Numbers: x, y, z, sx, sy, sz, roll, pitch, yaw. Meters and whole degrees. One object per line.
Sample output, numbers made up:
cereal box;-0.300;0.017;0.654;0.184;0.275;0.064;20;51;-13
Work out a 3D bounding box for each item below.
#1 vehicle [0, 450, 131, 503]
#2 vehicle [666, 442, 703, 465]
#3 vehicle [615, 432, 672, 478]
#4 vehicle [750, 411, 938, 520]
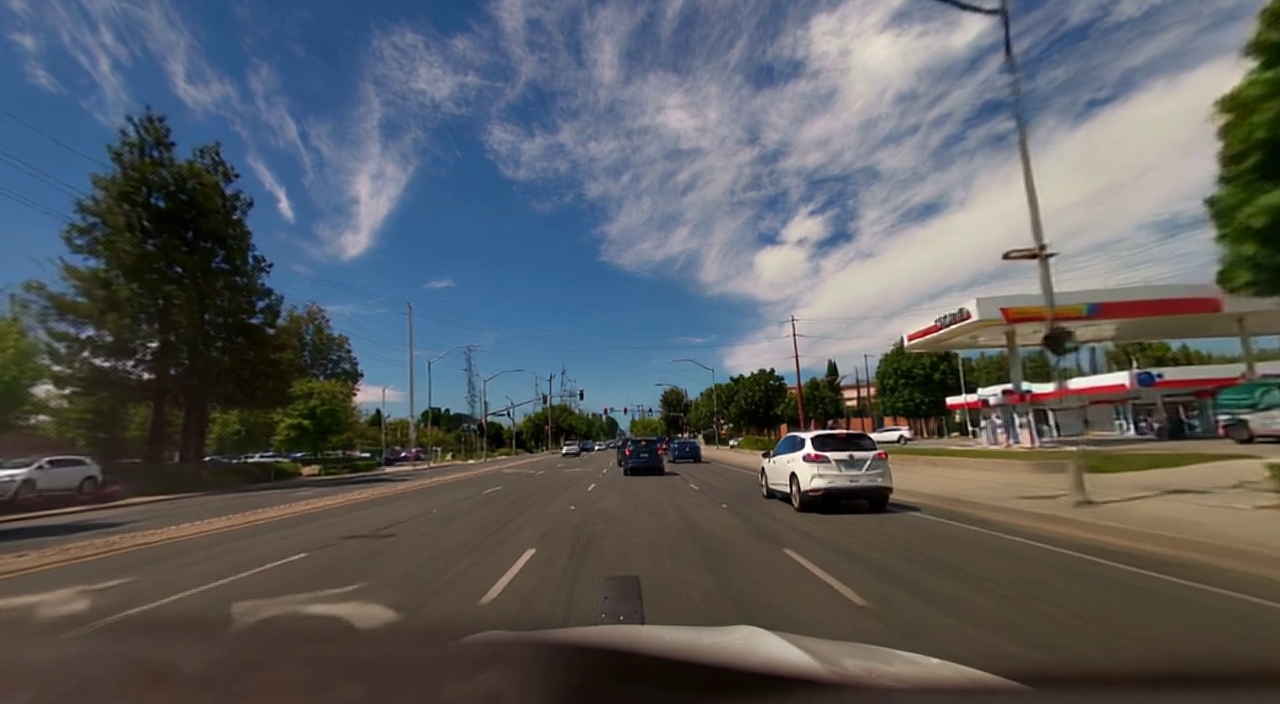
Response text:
vehicle;-24.355;4.945;25.390;2.100;1.937;5.517;-4;-9;26
vehicle;2.648;6.149;38.317;1.822;1.331;3.583;0;-8;-3
vehicle;0.055;4.166;25.768;2.164;1.718;3.881;0;-8;-2
vehicle;3.837;2.252;13.058;2.116;1.791;5.006;0;-8;-1
